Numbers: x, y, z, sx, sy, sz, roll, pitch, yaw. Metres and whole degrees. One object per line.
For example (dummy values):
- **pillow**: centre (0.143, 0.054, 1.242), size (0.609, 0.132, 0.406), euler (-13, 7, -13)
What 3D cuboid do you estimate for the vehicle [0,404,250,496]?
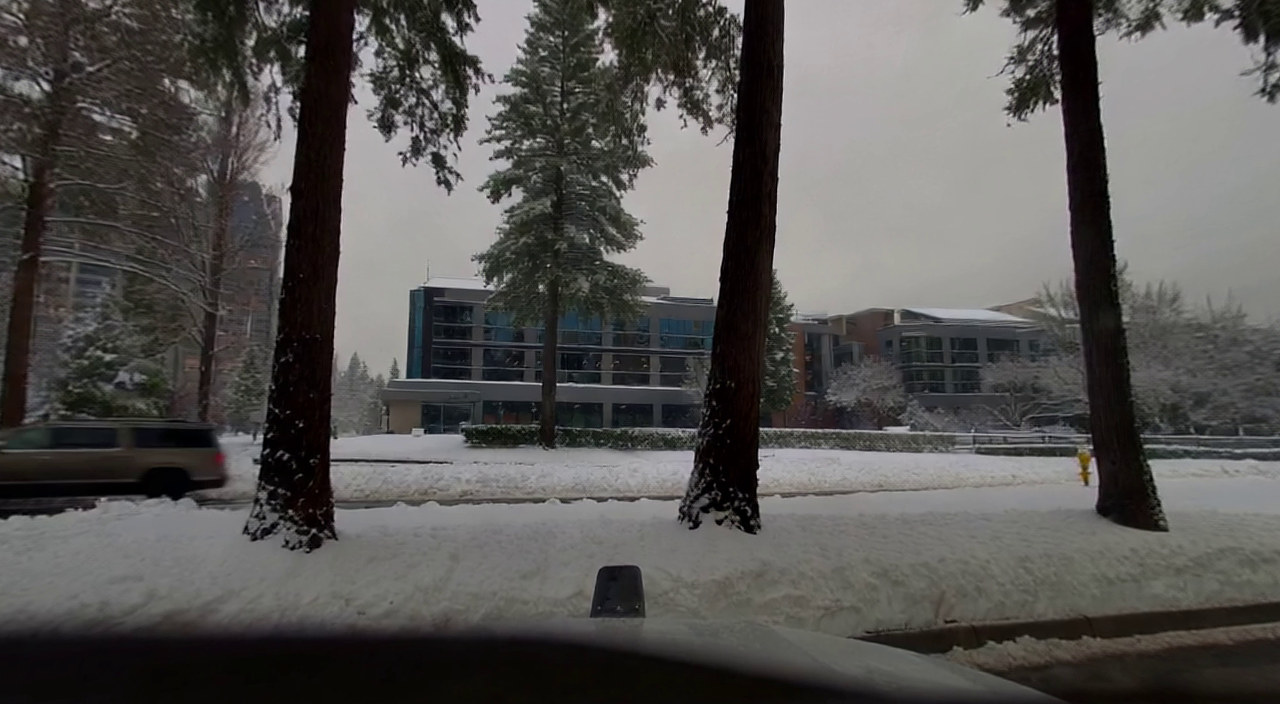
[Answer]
- **vehicle**: centre (-10.147, 1.783, 11.539), size (4.655, 1.505, 1.953), euler (2, -9, -11)
